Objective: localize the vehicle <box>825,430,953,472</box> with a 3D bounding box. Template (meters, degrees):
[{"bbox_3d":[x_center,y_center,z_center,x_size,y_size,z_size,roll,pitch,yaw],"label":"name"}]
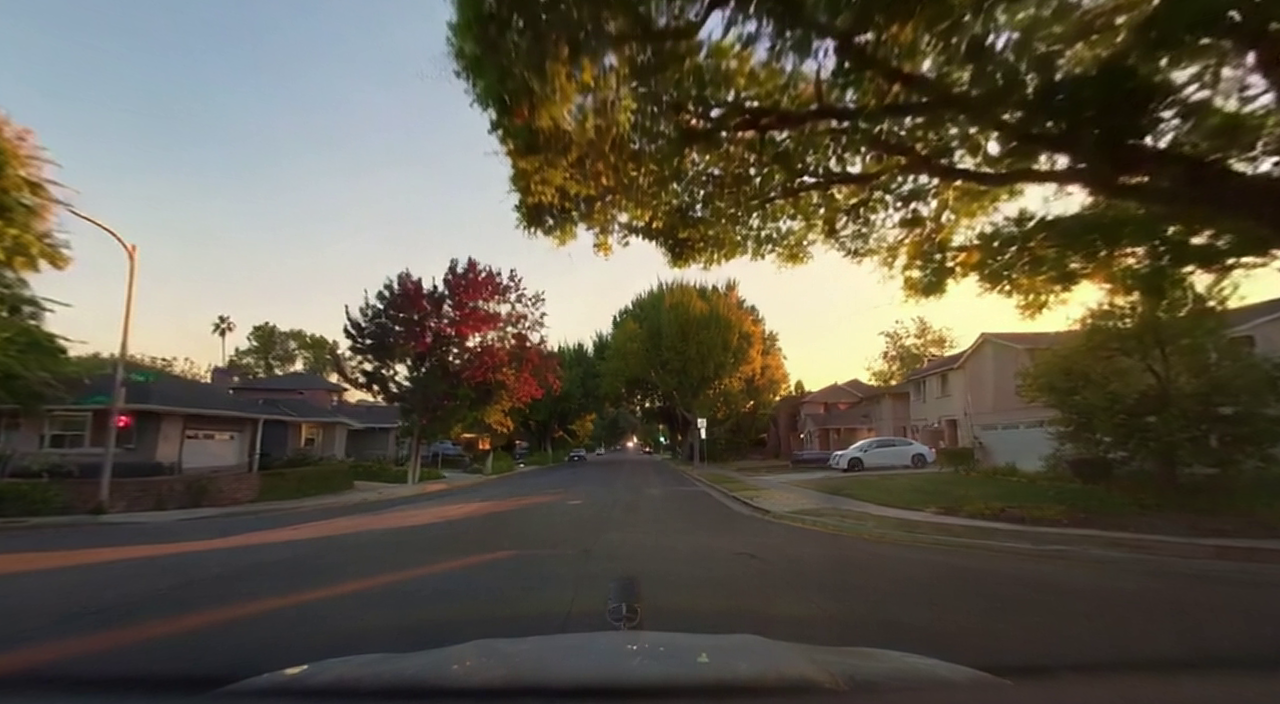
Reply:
[{"bbox_3d":[11.189,4.476,28.655,4.894,1.616,1.965,-3,-9,1],"label":"vehicle"}]
